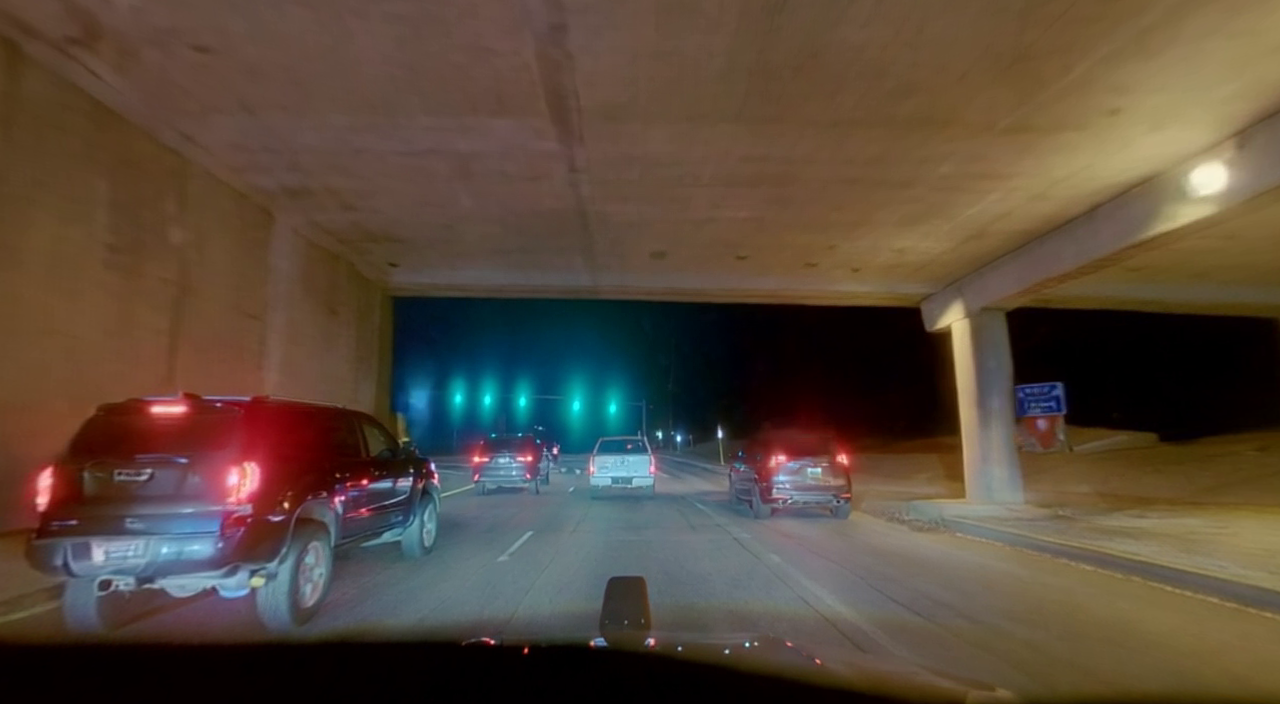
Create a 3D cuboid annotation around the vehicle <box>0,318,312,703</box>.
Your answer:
[{"bbox_3d":[-3.608,0.789,2.581,2.074,1.814,4.596,0,-8,-1],"label":"vehicle"}]

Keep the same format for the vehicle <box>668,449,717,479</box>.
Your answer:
[{"bbox_3d":[2.742,5.977,33.790,2.026,1.457,3.969,1,-9,-4],"label":"vehicle"}]

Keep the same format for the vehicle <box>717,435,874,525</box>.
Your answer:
[{"bbox_3d":[3.336,2.876,14.916,2.234,1.720,5.378,0,-8,-1],"label":"vehicle"}]

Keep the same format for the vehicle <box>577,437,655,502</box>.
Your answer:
[{"bbox_3d":[-0.718,3.488,19.072,2.097,1.748,3.794,0,-9,-2],"label":"vehicle"}]

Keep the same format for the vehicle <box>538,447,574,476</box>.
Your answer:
[{"bbox_3d":[-4.982,6.525,37.823,1.829,1.614,3.611,0,-9,-3],"label":"vehicle"}]

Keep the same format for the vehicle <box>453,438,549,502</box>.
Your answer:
[{"bbox_3d":[-4.066,3.497,19.143,2.127,1.720,4.064,0,-8,-2],"label":"vehicle"}]
